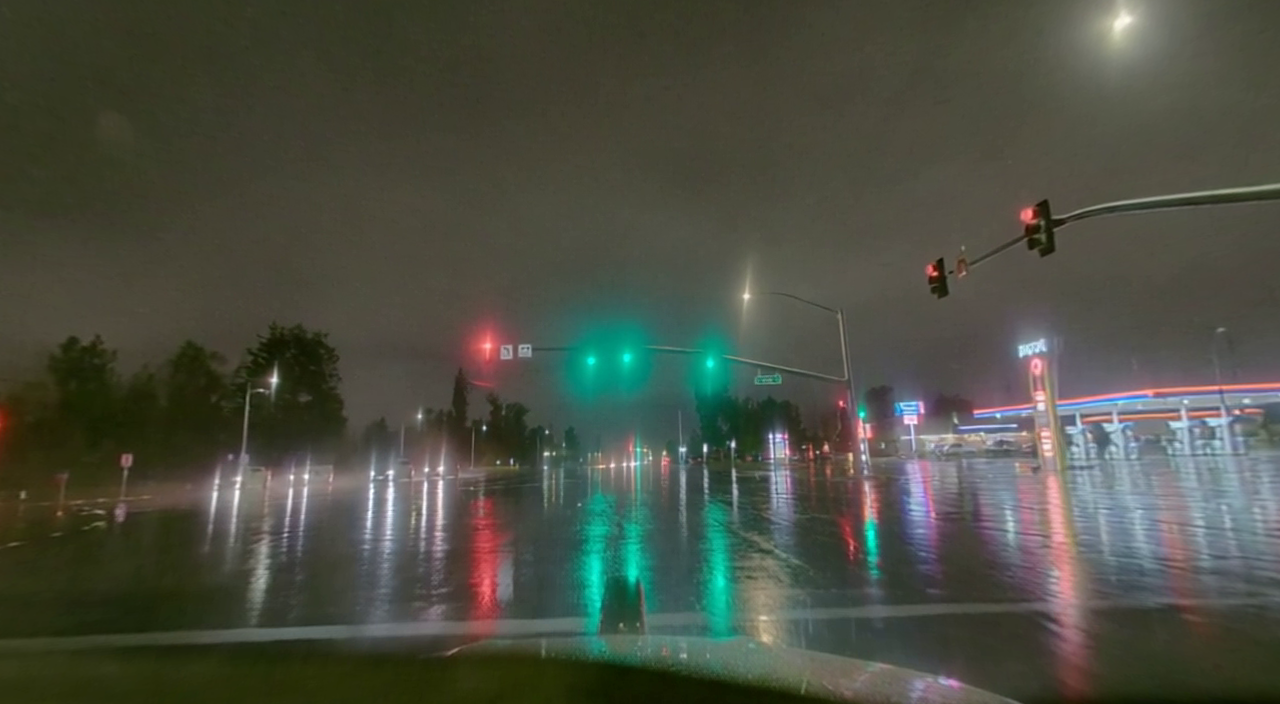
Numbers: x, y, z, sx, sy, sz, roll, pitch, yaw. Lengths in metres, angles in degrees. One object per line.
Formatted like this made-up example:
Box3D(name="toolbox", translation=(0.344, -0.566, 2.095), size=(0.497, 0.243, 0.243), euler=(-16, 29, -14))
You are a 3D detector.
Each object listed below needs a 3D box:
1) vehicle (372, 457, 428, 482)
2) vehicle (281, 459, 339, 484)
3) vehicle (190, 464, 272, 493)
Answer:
Box3D(name="vehicle", translation=(-15.337, 7.491, 40.624), size=(1.920, 1.434, 4.328), euler=(0, -9, 0))
Box3D(name="vehicle", translation=(-24.813, 9.004, 47.720), size=(2.098, 1.684, 4.388), euler=(0, -9, -2))
Box3D(name="vehicle", translation=(-24.684, 7.620, 38.336), size=(1.895, 1.483, 4.790), euler=(0, -9, -2))
